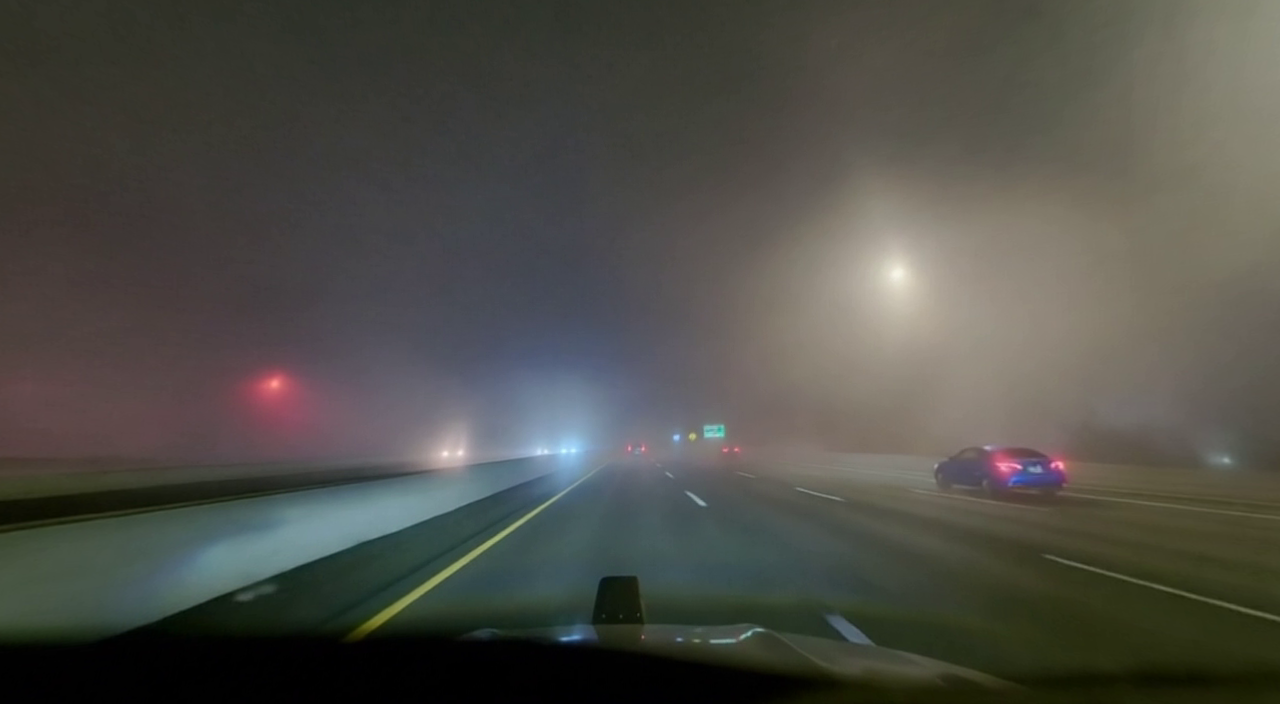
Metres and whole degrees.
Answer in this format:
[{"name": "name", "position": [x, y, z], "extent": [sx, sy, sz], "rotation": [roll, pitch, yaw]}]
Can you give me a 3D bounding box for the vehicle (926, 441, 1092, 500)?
[{"name": "vehicle", "position": [10.655, 3.404, 18.797], "extent": [2.024, 1.481, 4.747], "rotation": [1, -8, -1]}]
